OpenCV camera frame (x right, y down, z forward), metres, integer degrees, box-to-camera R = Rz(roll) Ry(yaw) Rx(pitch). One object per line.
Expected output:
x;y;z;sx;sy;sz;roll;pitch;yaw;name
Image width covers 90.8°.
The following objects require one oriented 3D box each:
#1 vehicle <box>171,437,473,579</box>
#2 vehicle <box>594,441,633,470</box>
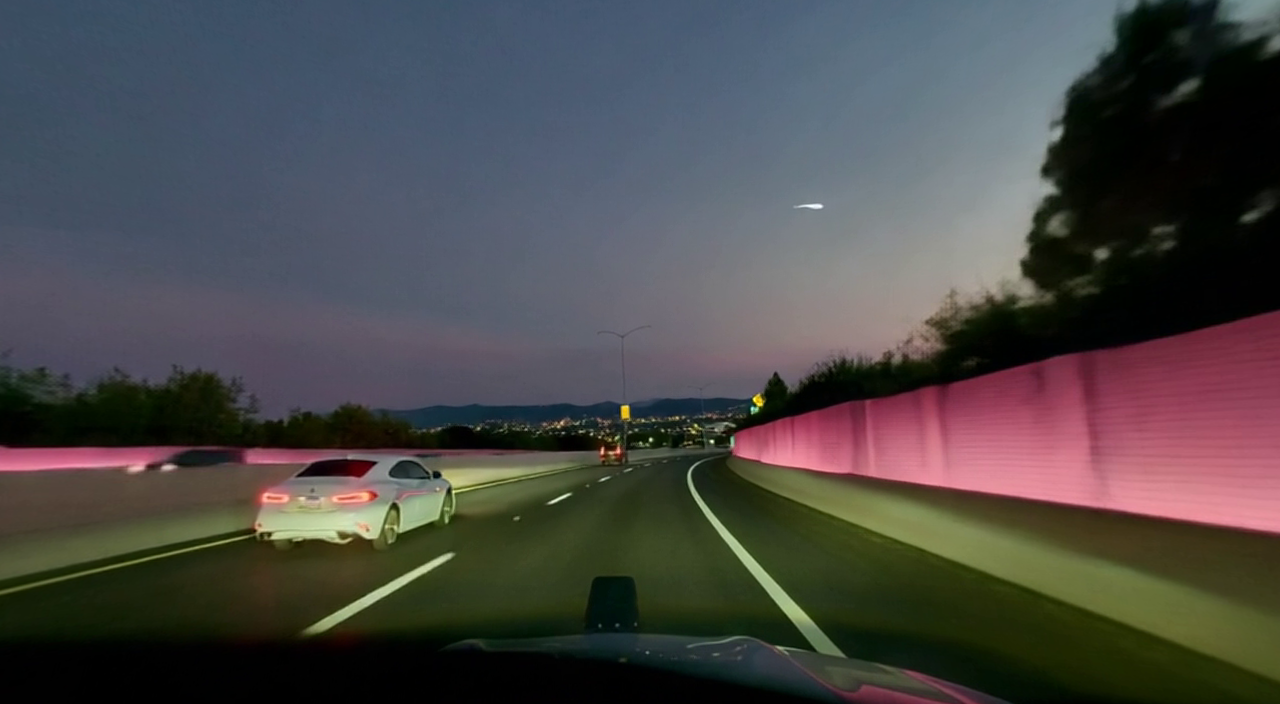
-3.801;1.924;8.595;1.746;1.405;4.339;-1;-9;2;vehicle
-1.597;6.378;38.927;1.833;1.697;3.984;-1;-9;6;vehicle
